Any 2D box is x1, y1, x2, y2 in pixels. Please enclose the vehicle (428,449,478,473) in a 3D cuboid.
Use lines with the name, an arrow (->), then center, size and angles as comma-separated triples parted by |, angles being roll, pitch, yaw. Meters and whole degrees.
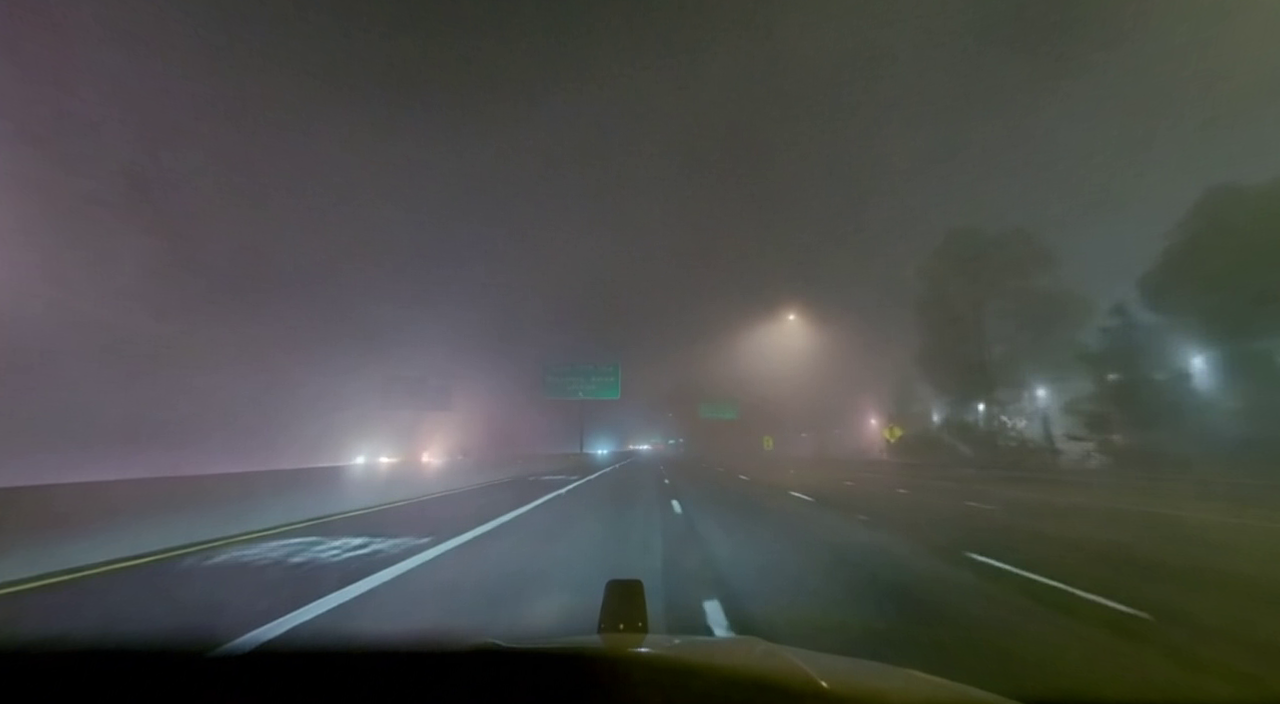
vehicle -> -12.315, 7.201, 41.844 | 1.870, 1.451, 4.490 | 0, -9, 1

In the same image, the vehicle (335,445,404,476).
vehicle -> -16.560, 6.643, 38.860 | 2.012, 1.768, 4.615 | -1, -9, 2
